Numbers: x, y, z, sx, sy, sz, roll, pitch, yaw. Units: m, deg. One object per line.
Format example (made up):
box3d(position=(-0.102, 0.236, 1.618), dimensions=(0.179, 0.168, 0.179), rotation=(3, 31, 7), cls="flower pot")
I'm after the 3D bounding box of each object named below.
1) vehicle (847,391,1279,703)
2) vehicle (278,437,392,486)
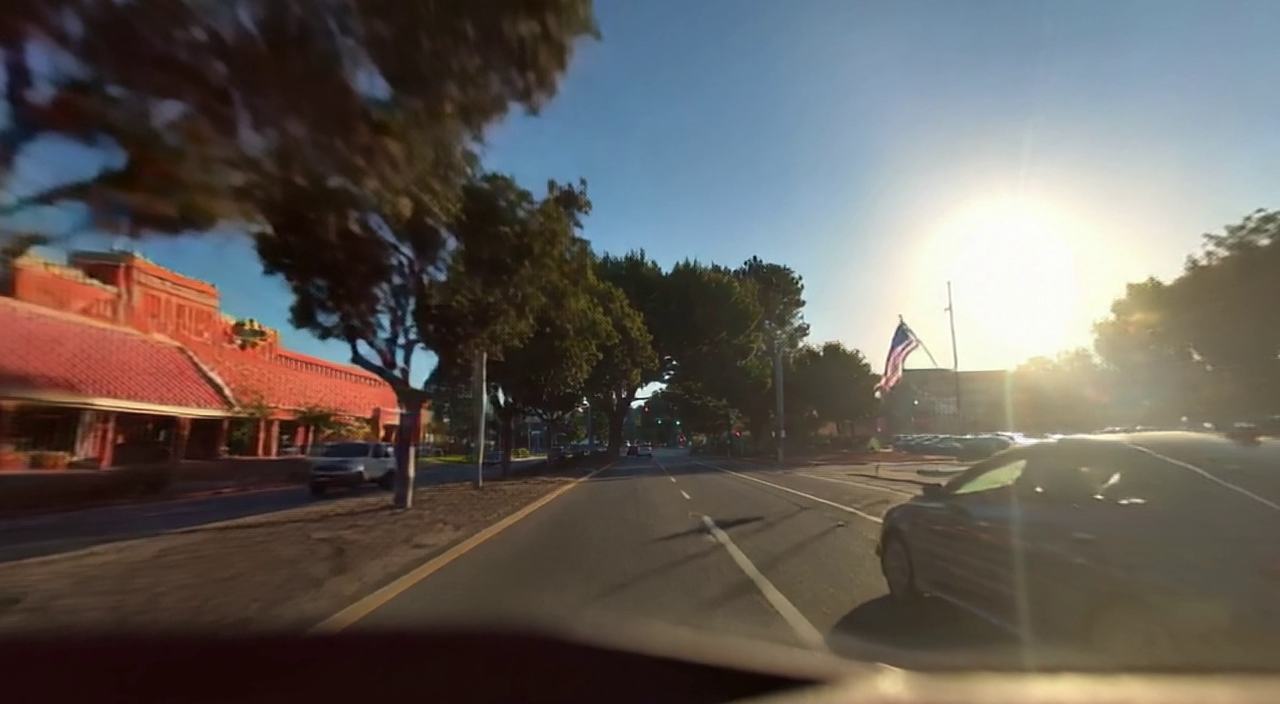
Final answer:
box3d(position=(3.017, 1.098, 3.534), dimensions=(2.091, 1.472, 4.697), rotation=(0, -8, 0), cls="vehicle")
box3d(position=(-11.366, 4.112, 23.925), dimensions=(1.985, 1.658, 4.541), rotation=(0, -8, 1), cls="vehicle")
